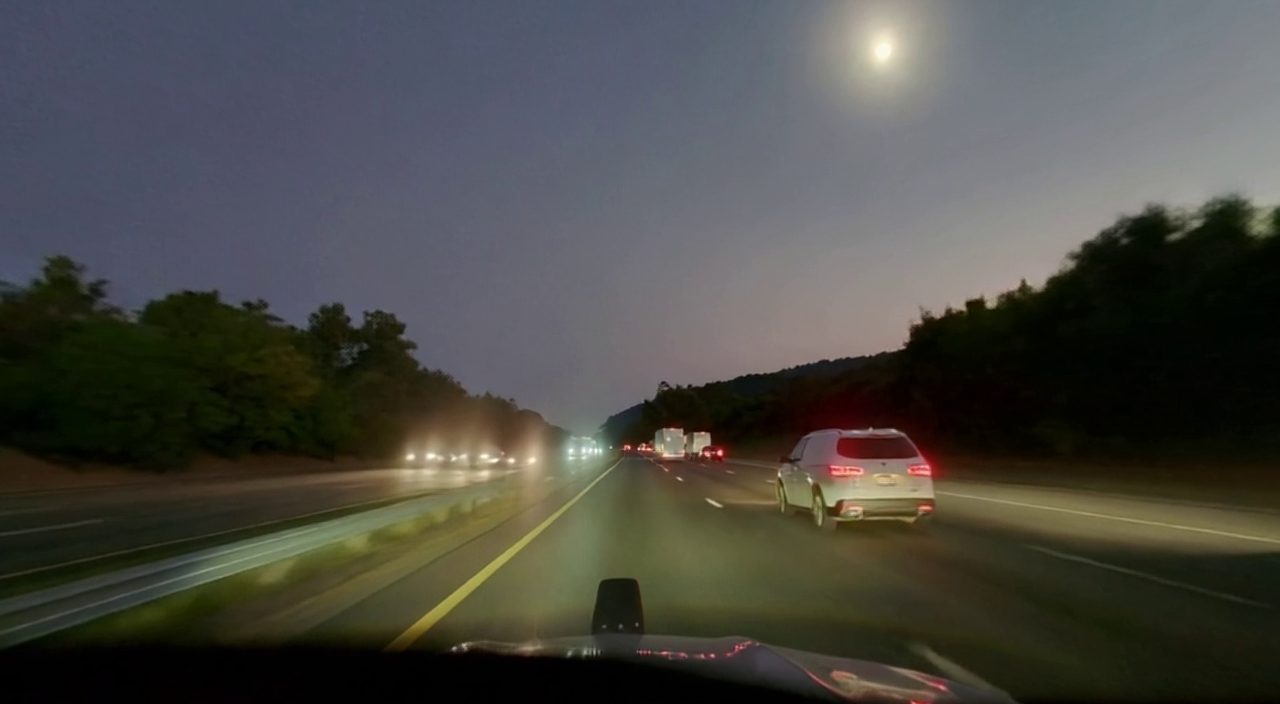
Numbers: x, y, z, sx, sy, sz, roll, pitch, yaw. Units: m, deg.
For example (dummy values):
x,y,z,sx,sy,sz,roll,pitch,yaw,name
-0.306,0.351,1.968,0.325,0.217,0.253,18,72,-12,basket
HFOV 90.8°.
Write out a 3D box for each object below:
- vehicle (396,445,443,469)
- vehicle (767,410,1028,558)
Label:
x,y,z,sx,sy,sz,roll,pitch,yaw,name
-16.079,7.677,46.244,1.949,1.657,4.170,0,-9,-1,vehicle
3.572,1.941,9.944,2.070,1.751,4.576,0,-9,-1,vehicle
